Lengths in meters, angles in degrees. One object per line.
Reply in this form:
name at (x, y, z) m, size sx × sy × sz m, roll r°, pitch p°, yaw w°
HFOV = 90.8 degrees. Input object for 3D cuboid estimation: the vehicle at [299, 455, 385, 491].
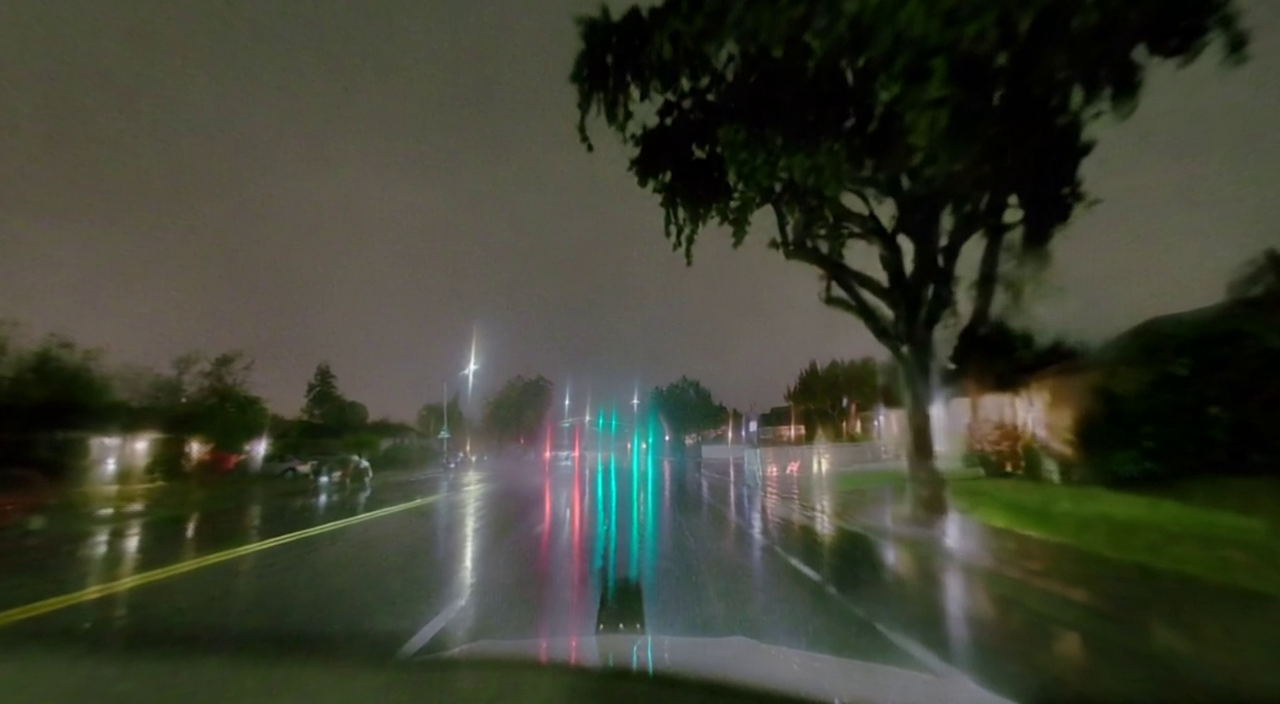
vehicle at (-14.299, 5.810, 30.636) m, size 1.900 × 1.494 × 4.730 m, roll 0°, pitch -8°, yaw -1°

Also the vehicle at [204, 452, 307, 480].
vehicle at (-21.722, 6.438, 35.756) m, size 4.669 × 1.464 × 1.879 m, roll -1°, pitch -9°, yaw 6°

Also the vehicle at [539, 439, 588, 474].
vehicle at (-4.045, 5.583, 33.995) m, size 2.135 × 1.731 × 4.232 m, roll 0°, pitch -8°, yaw 0°
